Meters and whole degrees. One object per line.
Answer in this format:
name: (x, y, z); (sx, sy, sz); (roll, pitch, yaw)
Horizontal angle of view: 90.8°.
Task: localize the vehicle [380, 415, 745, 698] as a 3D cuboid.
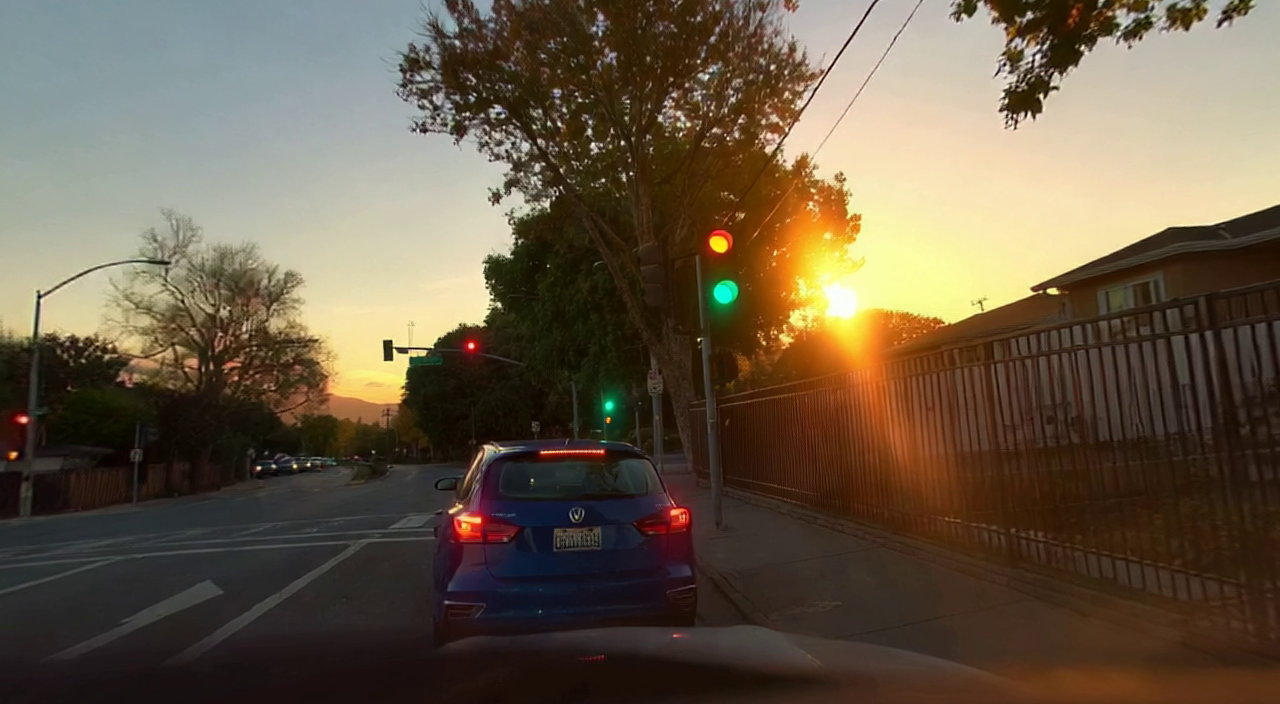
vehicle: (-0.680, 1.393, 5.444); (2.024, 1.502, 3.702); (1, -9, -9)
